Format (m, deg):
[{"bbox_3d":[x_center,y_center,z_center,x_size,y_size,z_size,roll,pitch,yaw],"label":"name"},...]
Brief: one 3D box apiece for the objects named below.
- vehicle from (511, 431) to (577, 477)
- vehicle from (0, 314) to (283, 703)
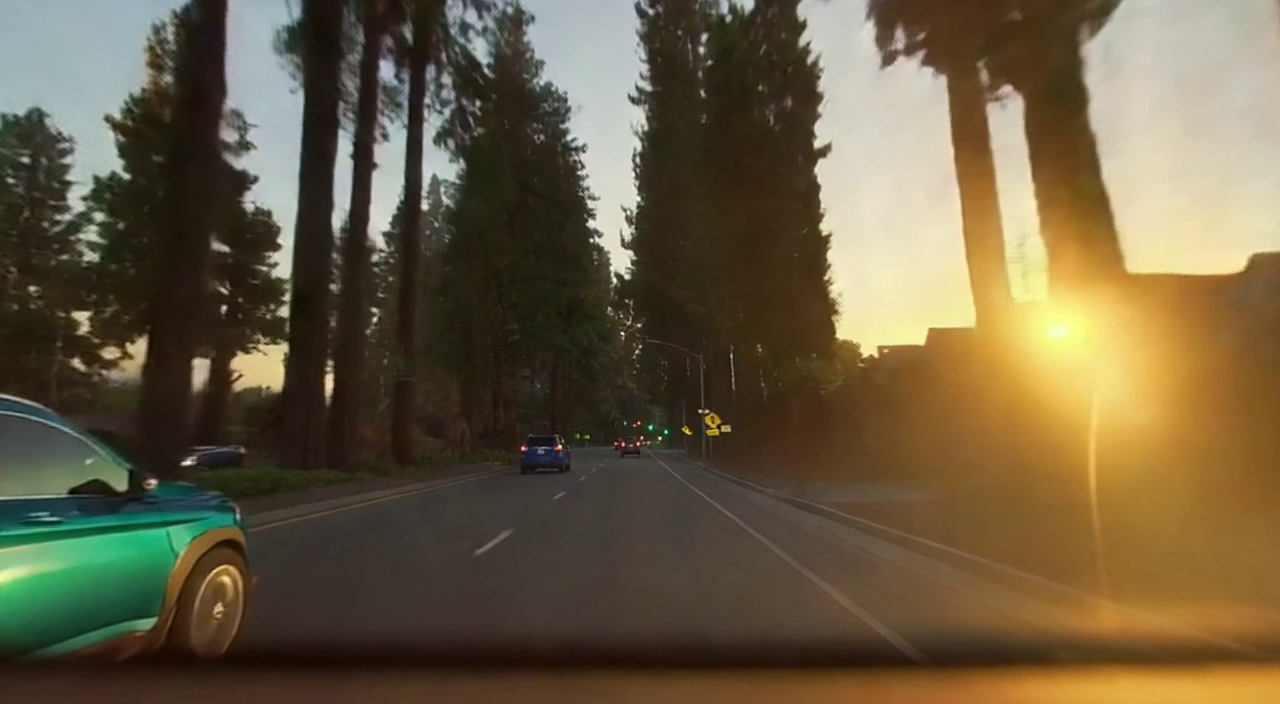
[{"bbox_3d":[-3.859,4.169,26.162,2.078,1.748,4.279,0,-8,0],"label":"vehicle"},{"bbox_3d":[-3.424,0.680,1.953,2.152,1.731,4.335,0,-8,-1],"label":"vehicle"}]
